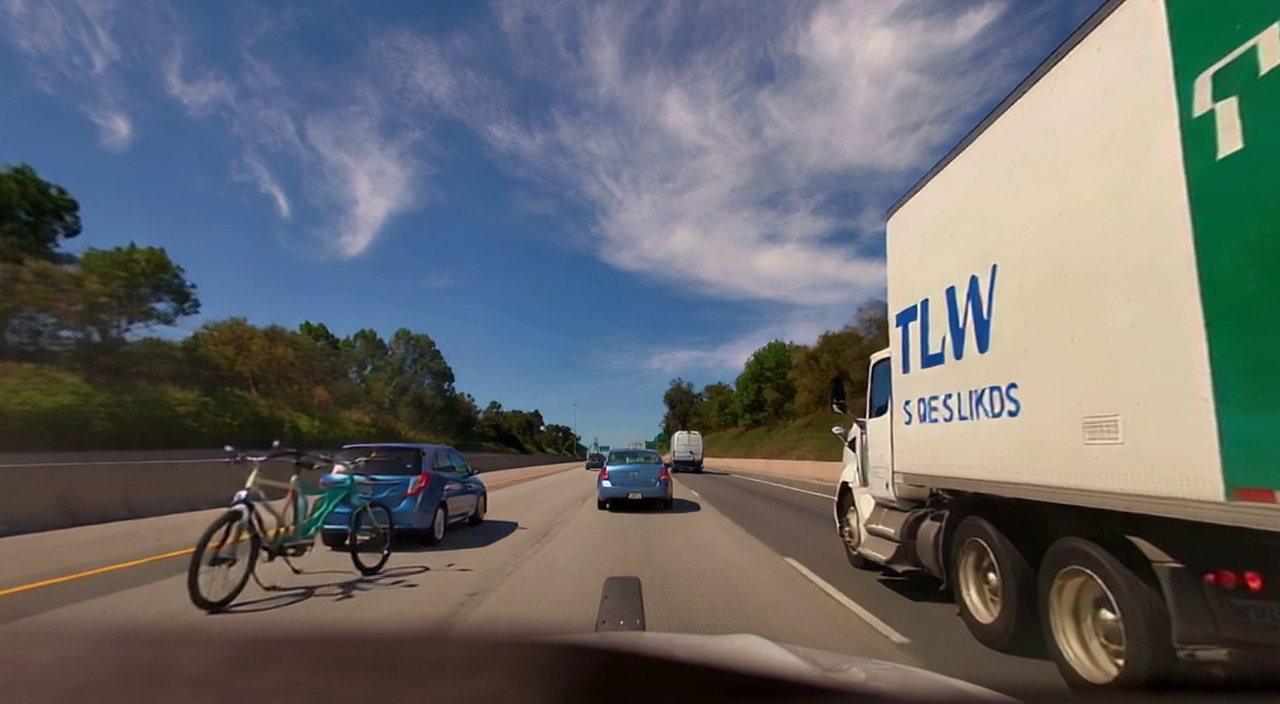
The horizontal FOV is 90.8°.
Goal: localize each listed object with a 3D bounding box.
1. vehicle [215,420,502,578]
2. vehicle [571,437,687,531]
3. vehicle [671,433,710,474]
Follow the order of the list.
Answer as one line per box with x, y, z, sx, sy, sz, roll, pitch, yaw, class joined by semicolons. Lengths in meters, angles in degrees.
-3.524;1.940;9.105;1.985;1.671;4.604;0;-9;0;vehicle
-0.210;2.526;12.516;1.973;1.574;3.426;0;-9;-1;vehicle
3.436;7.039;43.905;2.234;2.679;5.372;0;-9;-1;vehicle
